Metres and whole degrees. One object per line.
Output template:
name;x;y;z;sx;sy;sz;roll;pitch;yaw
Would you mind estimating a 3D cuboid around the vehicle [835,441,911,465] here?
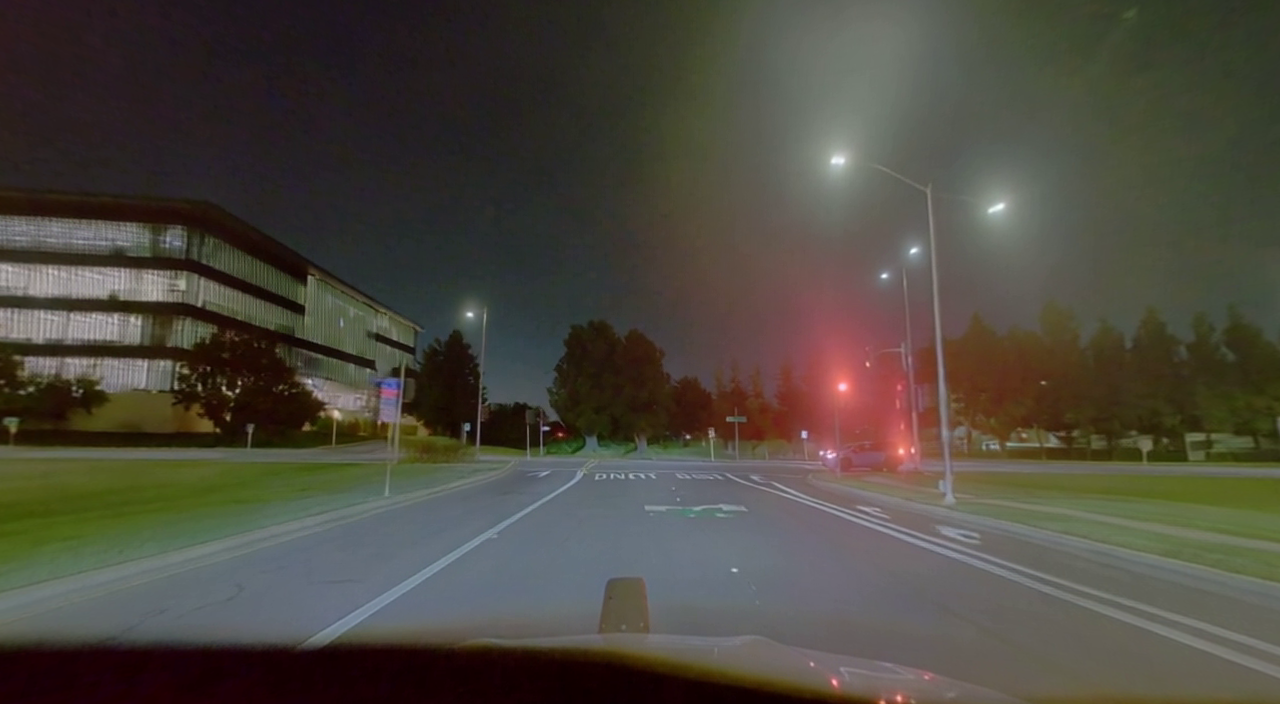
vehicle;16.942;7.345;45.954;4.715;1.671;2.030;0;-8;0
